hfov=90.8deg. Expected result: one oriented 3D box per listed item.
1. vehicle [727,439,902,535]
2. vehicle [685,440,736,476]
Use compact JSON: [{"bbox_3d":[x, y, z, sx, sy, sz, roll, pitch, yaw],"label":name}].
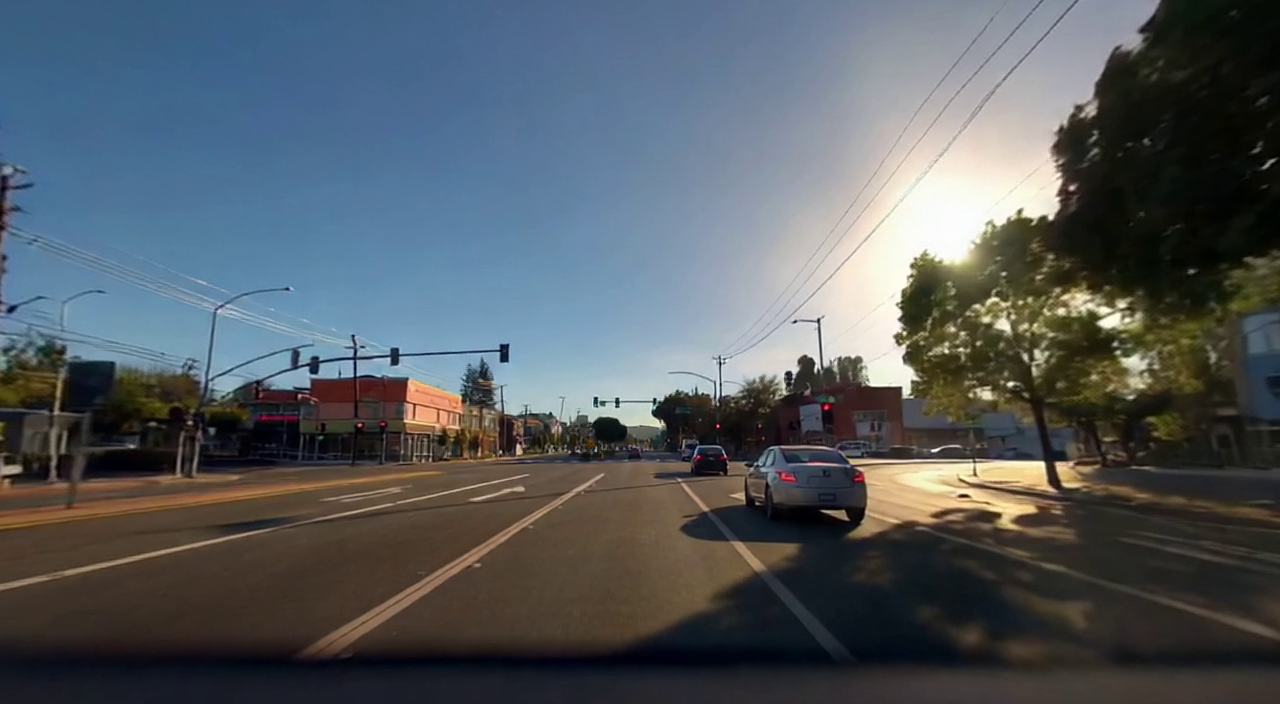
[{"bbox_3d":[3.004,2.407,11.988,2.004,1.455,4.417,0,-8,-1],"label":"vehicle"},{"bbox_3d":[3.489,5.370,32.226,2.128,1.699,4.222,0,-8,0],"label":"vehicle"}]
